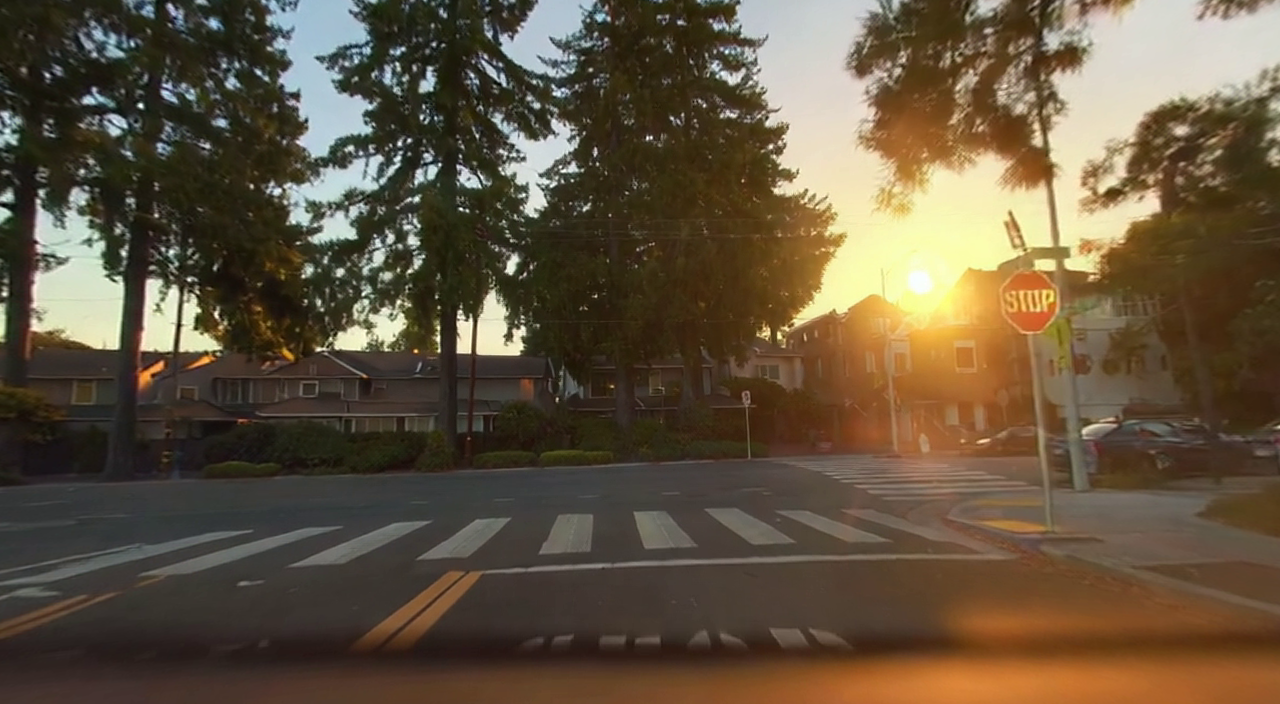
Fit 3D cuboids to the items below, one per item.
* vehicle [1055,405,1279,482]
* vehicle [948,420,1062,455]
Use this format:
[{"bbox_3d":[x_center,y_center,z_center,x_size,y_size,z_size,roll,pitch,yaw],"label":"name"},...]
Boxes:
[{"bbox_3d":[12.802,2.209,15.286,4.208,1.685,2.014,1,-8,-8],"label":"vehicle"},{"bbox_3d":[16.734,3.929,29.034,4.296,1.499,1.814,1,-9,-10],"label":"vehicle"}]
